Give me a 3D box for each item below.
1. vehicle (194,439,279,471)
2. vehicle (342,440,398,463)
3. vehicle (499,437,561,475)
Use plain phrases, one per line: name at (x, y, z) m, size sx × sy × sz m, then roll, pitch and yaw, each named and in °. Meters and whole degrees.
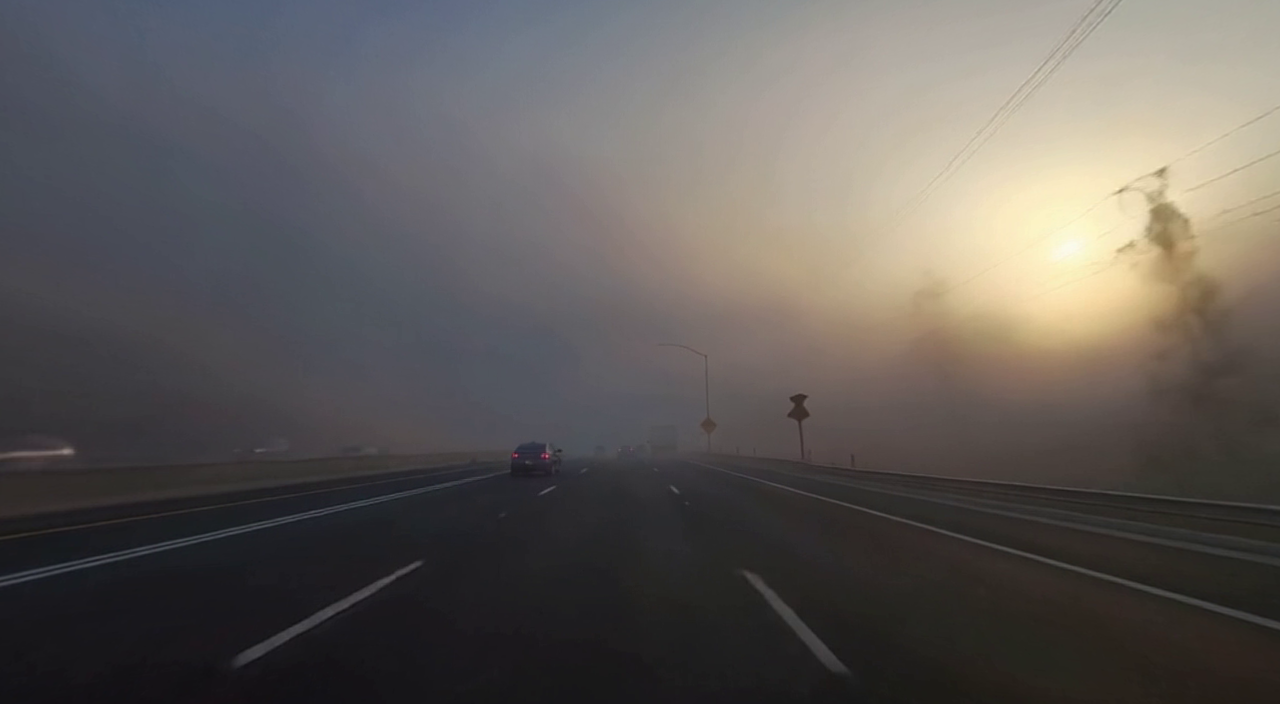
vehicle at (-23.151, 5.899, 36.393) m, size 1.911 × 1.678 × 4.509 m, roll 0°, pitch -8°, yaw -1°
vehicle at (-20.194, 7.444, 47.343) m, size 2.079 × 1.662 × 4.800 m, roll 0°, pitch -8°, yaw 0°
vehicle at (-5.066, 4.852, 29.668) m, size 2.064 × 1.642 × 4.389 m, roll 0°, pitch -8°, yaw 0°
